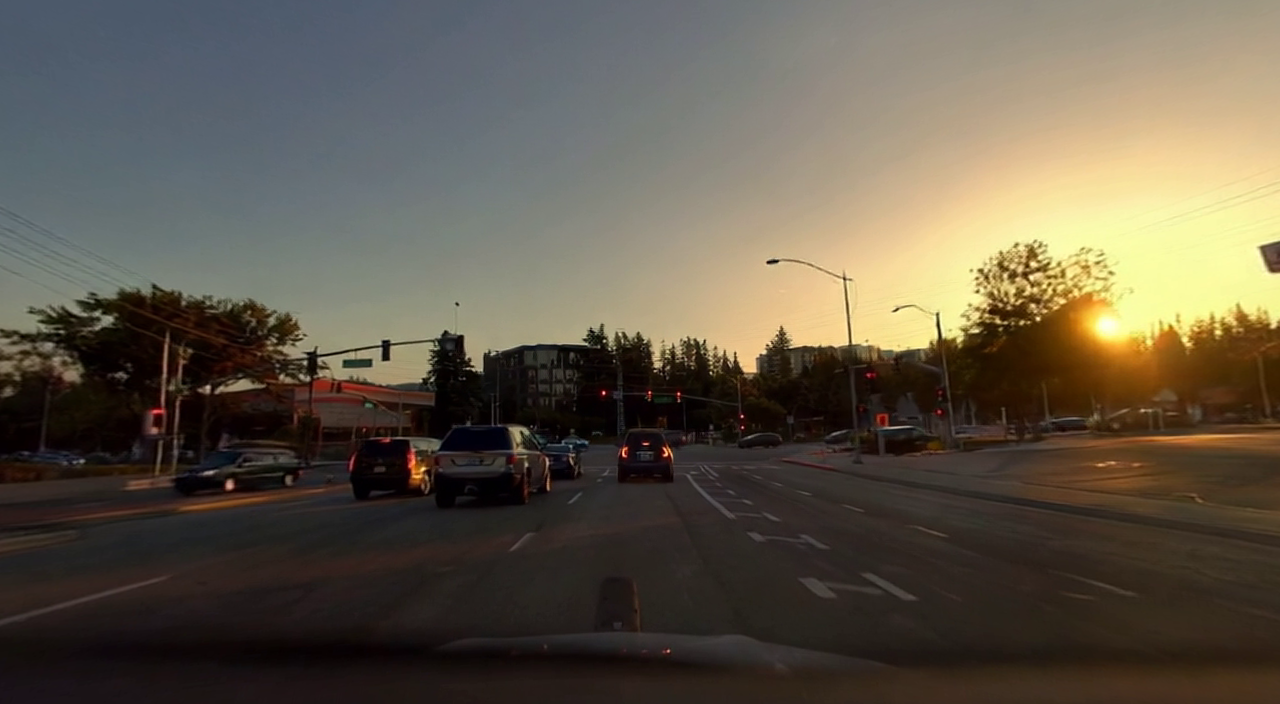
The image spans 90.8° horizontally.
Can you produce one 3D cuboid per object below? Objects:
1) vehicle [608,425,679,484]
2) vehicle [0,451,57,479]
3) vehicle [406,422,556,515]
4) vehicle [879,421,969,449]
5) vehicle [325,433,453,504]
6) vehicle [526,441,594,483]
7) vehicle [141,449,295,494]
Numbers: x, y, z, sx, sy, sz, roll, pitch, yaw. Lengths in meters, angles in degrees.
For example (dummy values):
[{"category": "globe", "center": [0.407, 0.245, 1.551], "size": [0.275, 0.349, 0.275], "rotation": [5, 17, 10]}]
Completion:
[{"category": "vehicle", "center": [0.129, 3.614, 22.403], "size": [2.224, 1.819, 5.005], "rotation": [0, -9, 1]}, {"category": "vehicle", "center": [-45.468, 8.055, 44.956], "size": [5.808, 1.893, 2.225], "rotation": [-1, -9, 3]}, {"category": "vehicle", "center": [-3.263, 2.519, 14.036], "size": [2.096, 1.718, 4.266], "rotation": [-1, -9, 2]}, {"category": "vehicle", "center": [20.940, 6.205, 46.868], "size": [5.782, 1.950, 2.225], "rotation": [-3, -9, 19]}, {"category": "vehicle", "center": [-6.366, 2.989, 16.524], "size": [1.790, 1.605, 3.696], "rotation": [0, -9, 0]}, {"category": "vehicle", "center": [-2.881, 4.069, 23.667], "size": [1.881, 1.424, 4.098], "rotation": [-1, -9, 2]}, {"category": "vehicle", "center": [-17.280, 4.886, 26.405], "size": [2.299, 1.616, 5.765], "rotation": [-1, -9, 2]}]
